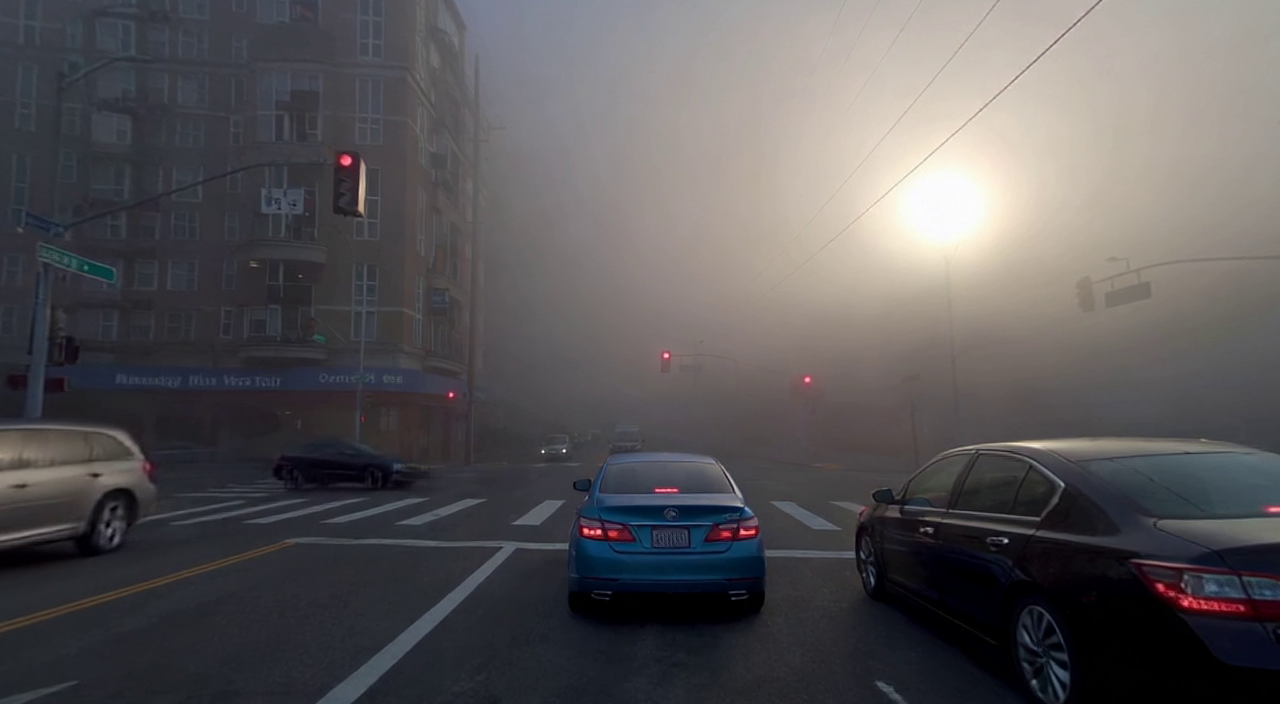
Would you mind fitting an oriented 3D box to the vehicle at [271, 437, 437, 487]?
[{"bbox_3d":[-9.609,3.709,21.401,4.688,1.612,1.938,0,-8,2],"label":"vehicle"}]

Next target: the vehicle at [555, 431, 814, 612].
[{"bbox_3d":[0.291,1.693,7.284,2.132,1.464,4.089,0,-8,-2],"label":"vehicle"}]

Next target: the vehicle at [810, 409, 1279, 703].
[{"bbox_3d":[2.819,1.288,4.559,1.961,1.498,4.356,0,-8,0],"label":"vehicle"}]

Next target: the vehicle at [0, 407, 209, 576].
[{"bbox_3d":[-8.476,1.688,7.826,2.338,1.889,5.998,1,-8,-5],"label":"vehicle"}]

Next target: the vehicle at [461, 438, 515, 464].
[{"bbox_3d":[-9.745,6.378,40.691,2.030,1.596,3.912,-1,-9,8],"label":"vehicle"}]
